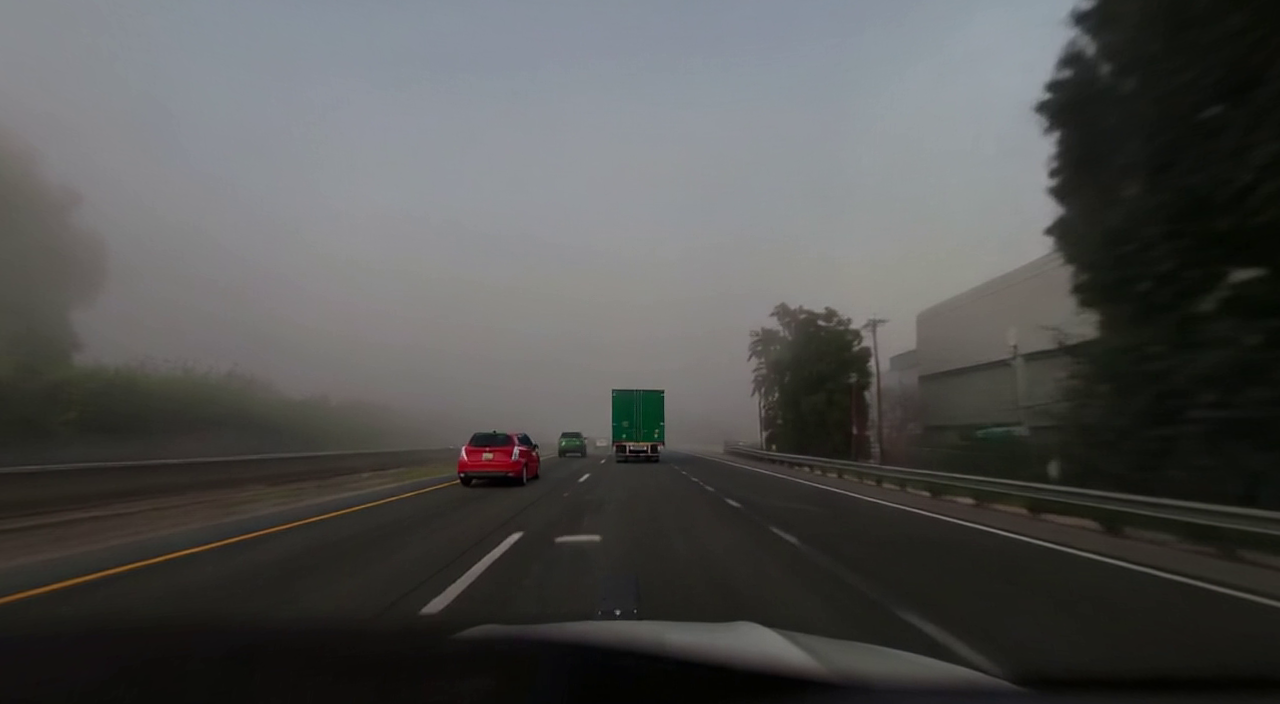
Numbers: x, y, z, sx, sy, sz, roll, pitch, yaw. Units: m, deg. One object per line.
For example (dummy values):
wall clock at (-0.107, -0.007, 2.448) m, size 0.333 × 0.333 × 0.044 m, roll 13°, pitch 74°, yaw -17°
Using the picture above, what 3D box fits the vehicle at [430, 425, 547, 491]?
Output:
vehicle at (-4.078, 2.946, 17.972) m, size 2.005 × 1.602 × 5.131 m, roll 0°, pitch -8°, yaw 1°

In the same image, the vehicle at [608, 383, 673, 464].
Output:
vehicle at (-0.120, 4.312, 36.826) m, size 3.259 × 4.066 × 9.891 m, roll 0°, pitch -8°, yaw -1°

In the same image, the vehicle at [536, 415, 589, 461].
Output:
vehicle at (-4.862, 5.635, 40.986) m, size 2.717 × 2.714 × 6.997 m, roll 0°, pitch -8°, yaw -1°
